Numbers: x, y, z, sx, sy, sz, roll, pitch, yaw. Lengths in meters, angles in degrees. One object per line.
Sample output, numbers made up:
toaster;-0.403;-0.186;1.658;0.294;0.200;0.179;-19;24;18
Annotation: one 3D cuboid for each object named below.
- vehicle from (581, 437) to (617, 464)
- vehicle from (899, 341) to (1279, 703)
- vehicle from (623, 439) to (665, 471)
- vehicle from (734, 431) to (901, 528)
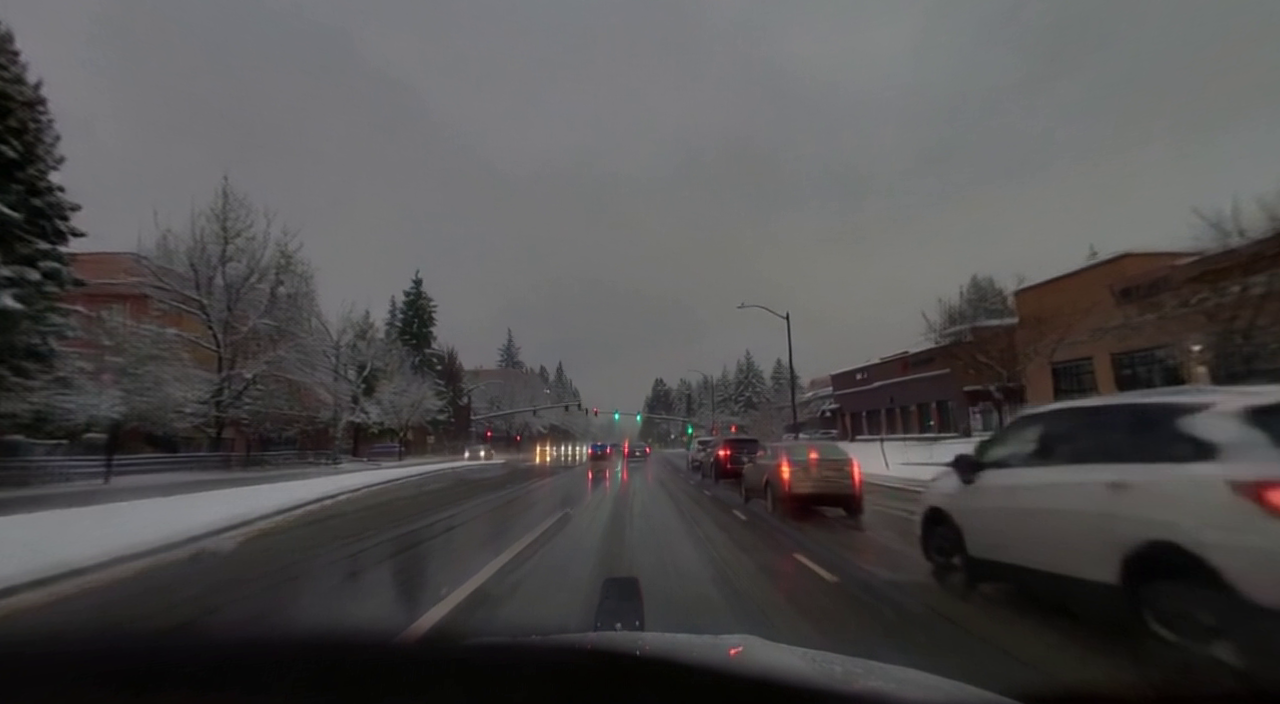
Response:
vehicle;-2.906;7.150;46.040;2.280;1.810;4.903;-1;-9;0
vehicle;3.492;0.997;3.793;2.085;1.668;4.077;0;-9;-1
vehicle;0.159;5.273;32.433;2.023;1.532;3.891;0;-9;-1
vehicle;3.133;2.354;12.289;1.864;1.484;4.662;0;-9;0
